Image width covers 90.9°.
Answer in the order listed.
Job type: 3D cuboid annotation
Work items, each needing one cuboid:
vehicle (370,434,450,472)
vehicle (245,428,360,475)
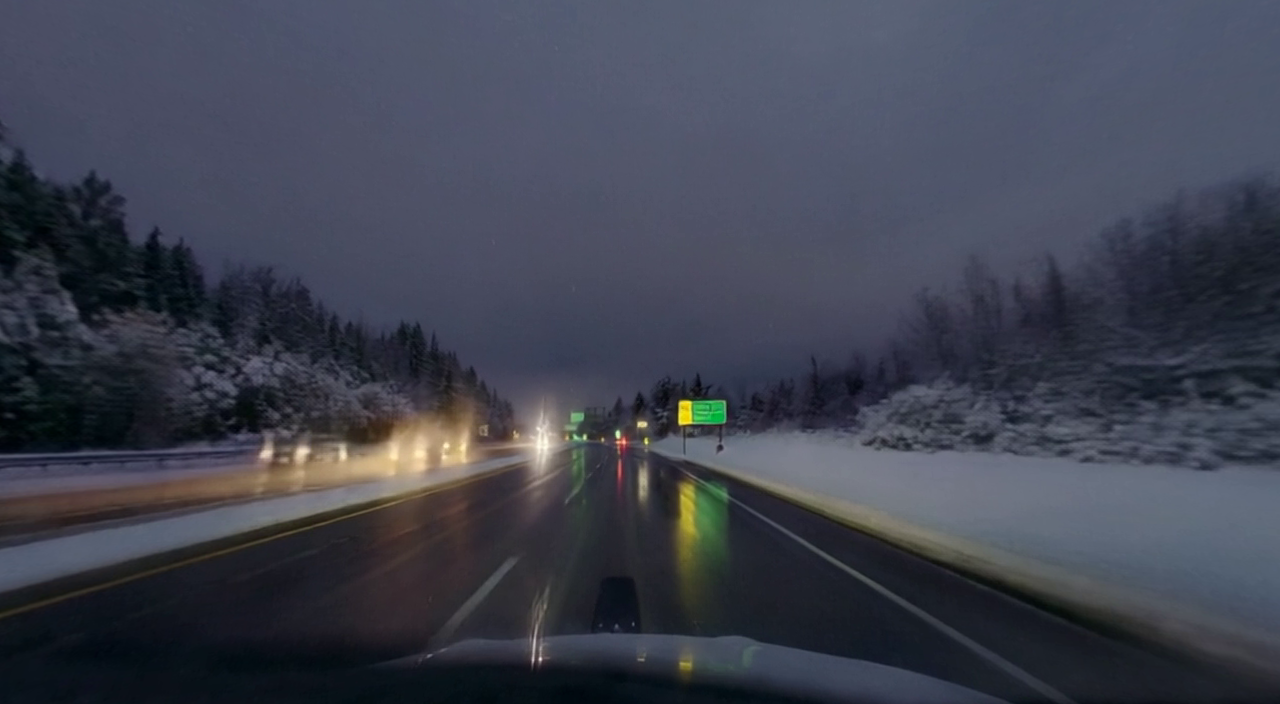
[{"bbox_3d":[-9.500,4.177,26.401,1.911,1.465,3.948,0,-8,-1],"label":"vehicle"},{"bbox_3d":[-12.504,3.690,23.746,1.971,1.581,4.317,0,-8,0],"label":"vehicle"}]
